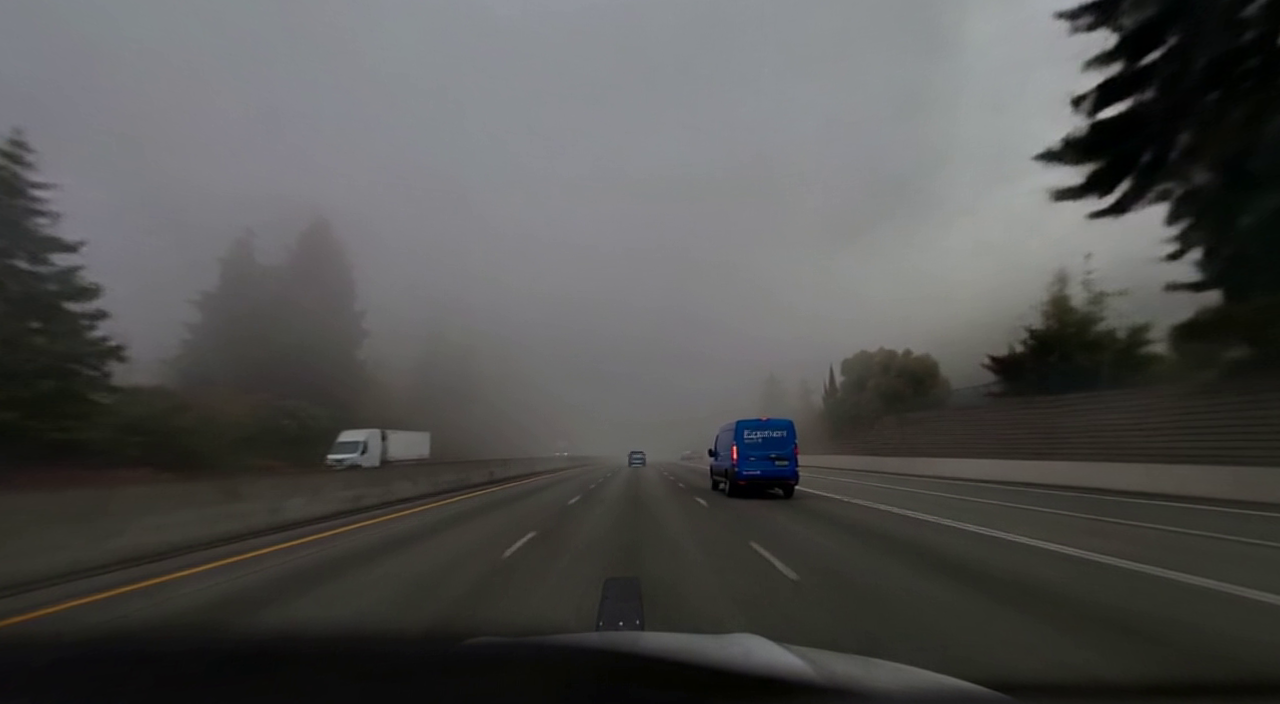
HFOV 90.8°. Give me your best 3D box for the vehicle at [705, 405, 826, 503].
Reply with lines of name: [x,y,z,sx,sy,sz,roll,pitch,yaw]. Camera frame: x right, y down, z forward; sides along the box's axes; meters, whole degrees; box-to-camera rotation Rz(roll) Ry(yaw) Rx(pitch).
vehicle: [3.628,3.170,19.708,2.373,2.561,5.922,0,-9,-2]
